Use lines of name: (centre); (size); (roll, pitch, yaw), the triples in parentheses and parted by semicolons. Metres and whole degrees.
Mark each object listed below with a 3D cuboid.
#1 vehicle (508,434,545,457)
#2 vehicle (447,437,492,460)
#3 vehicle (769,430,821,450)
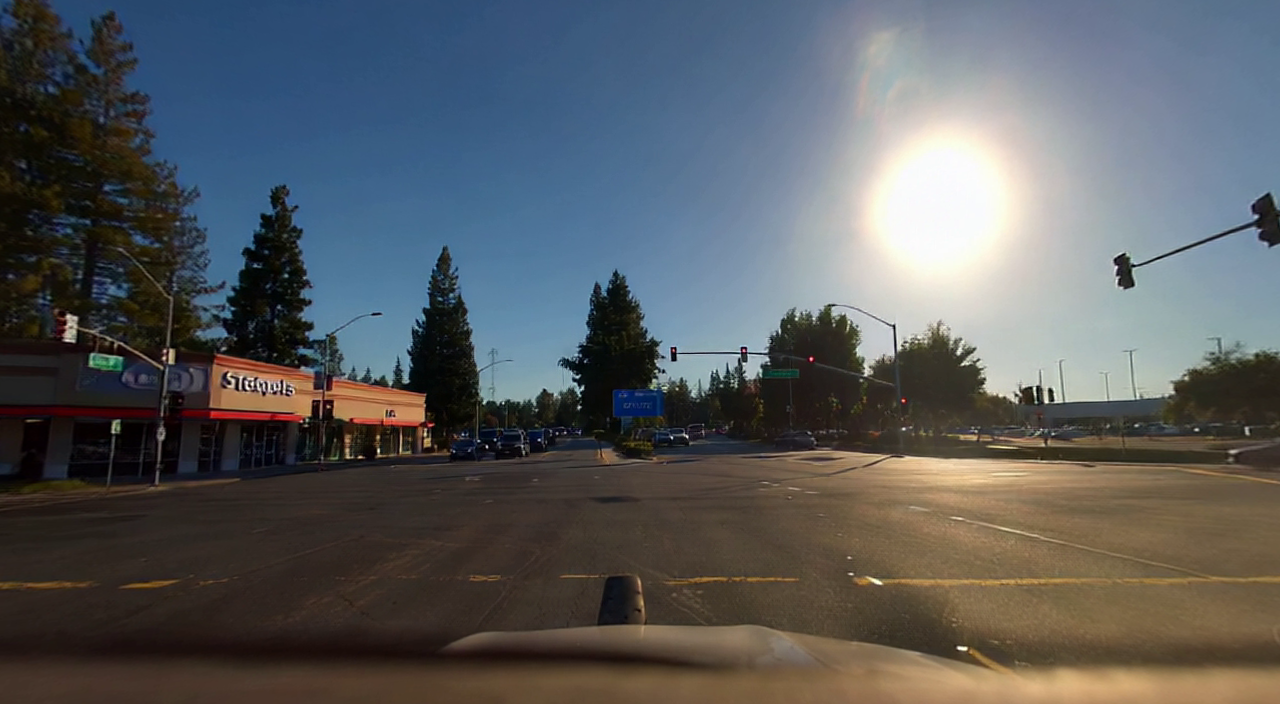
vehicle: (-8.048, 6.661, 45.088); (1.920, 1.546, 4.086); (0, -9, -1)
vehicle: (-11.772, 6.689, 43.895); (2.111, 1.499, 4.371); (0, -9, -3)
vehicle: (11.856, 6.833, 48.601); (1.781, 1.448, 4.560); (2, -9, -16)
